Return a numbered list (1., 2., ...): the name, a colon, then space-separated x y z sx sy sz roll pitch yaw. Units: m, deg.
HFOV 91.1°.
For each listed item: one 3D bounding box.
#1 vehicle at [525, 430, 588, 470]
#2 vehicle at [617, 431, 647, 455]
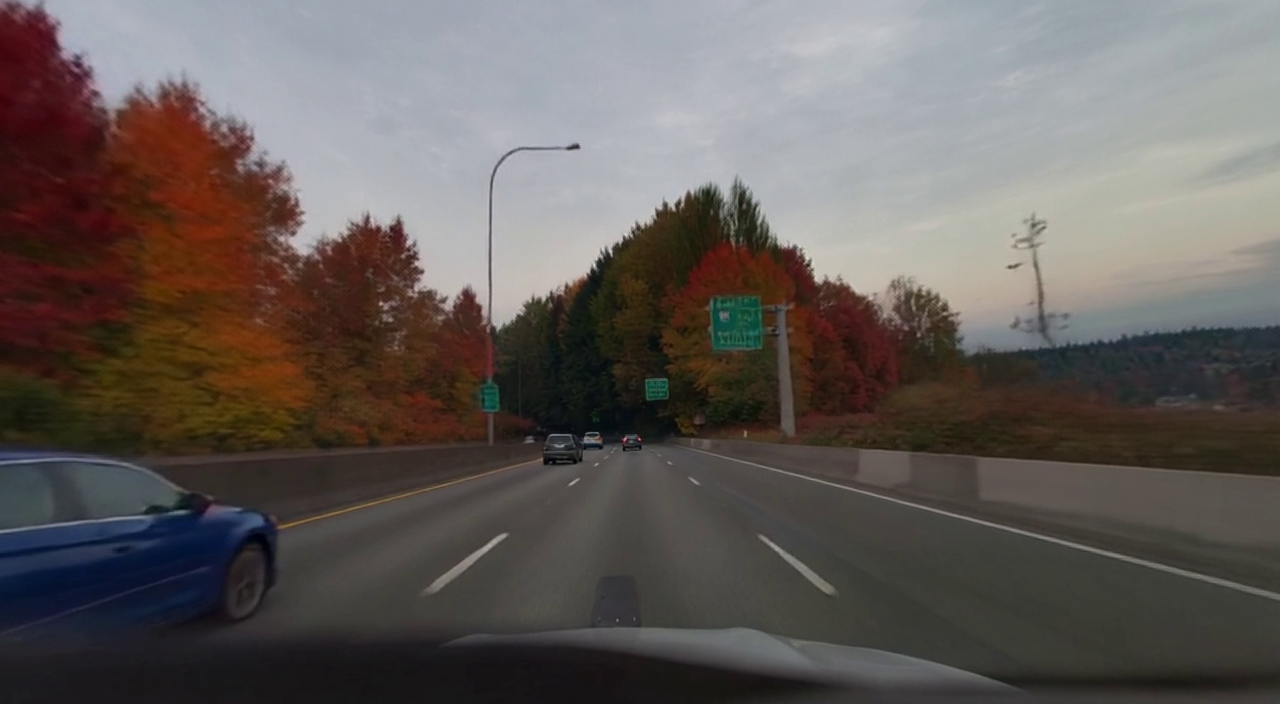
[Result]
1. vehicle: -3.393 4.083 26.379 1.989 1.497 4.645 0 -8 0
2. vehicle: -0.544 6.434 44.653 2.054 1.609 3.859 0 -8 0
